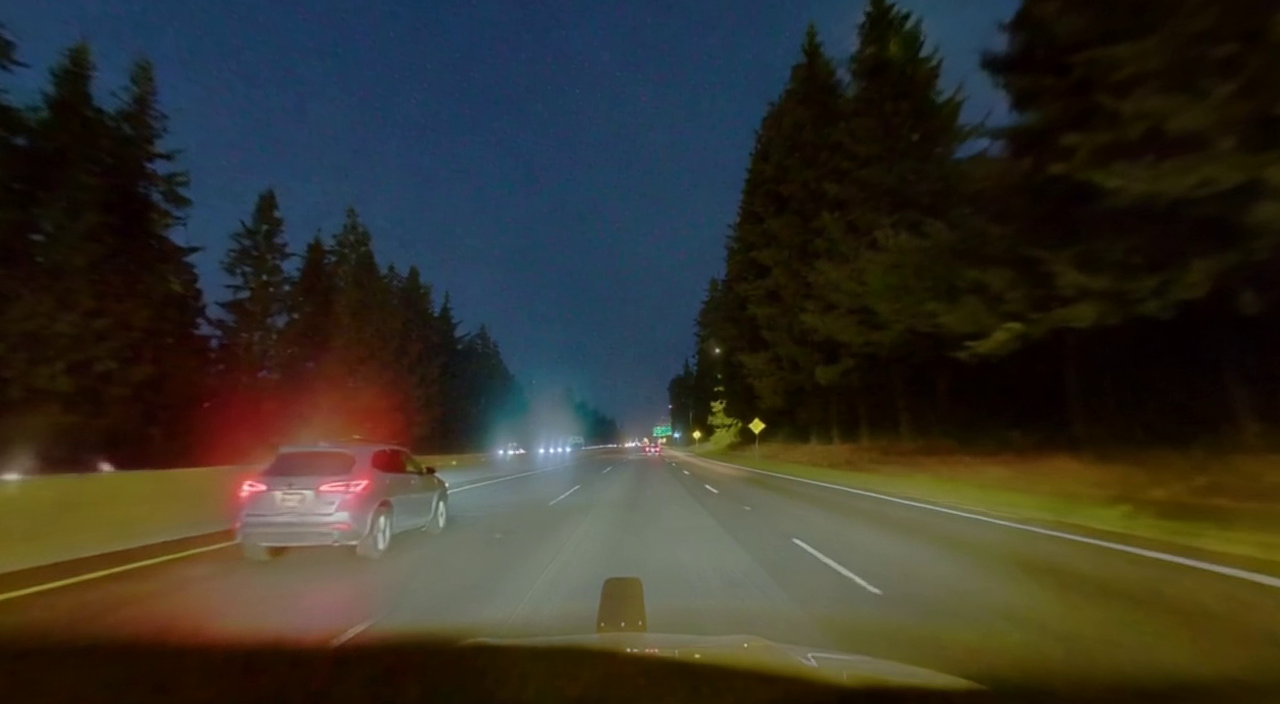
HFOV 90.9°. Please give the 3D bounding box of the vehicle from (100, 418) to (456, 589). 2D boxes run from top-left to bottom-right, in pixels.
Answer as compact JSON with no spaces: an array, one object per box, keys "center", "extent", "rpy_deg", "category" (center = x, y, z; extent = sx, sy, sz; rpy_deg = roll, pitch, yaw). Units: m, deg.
[{"center":[-3.938,1.710,7.892],"extent":[1.936,1.545,4.116],"rpy_deg":[0,-9,1],"category":"vehicle"}]
